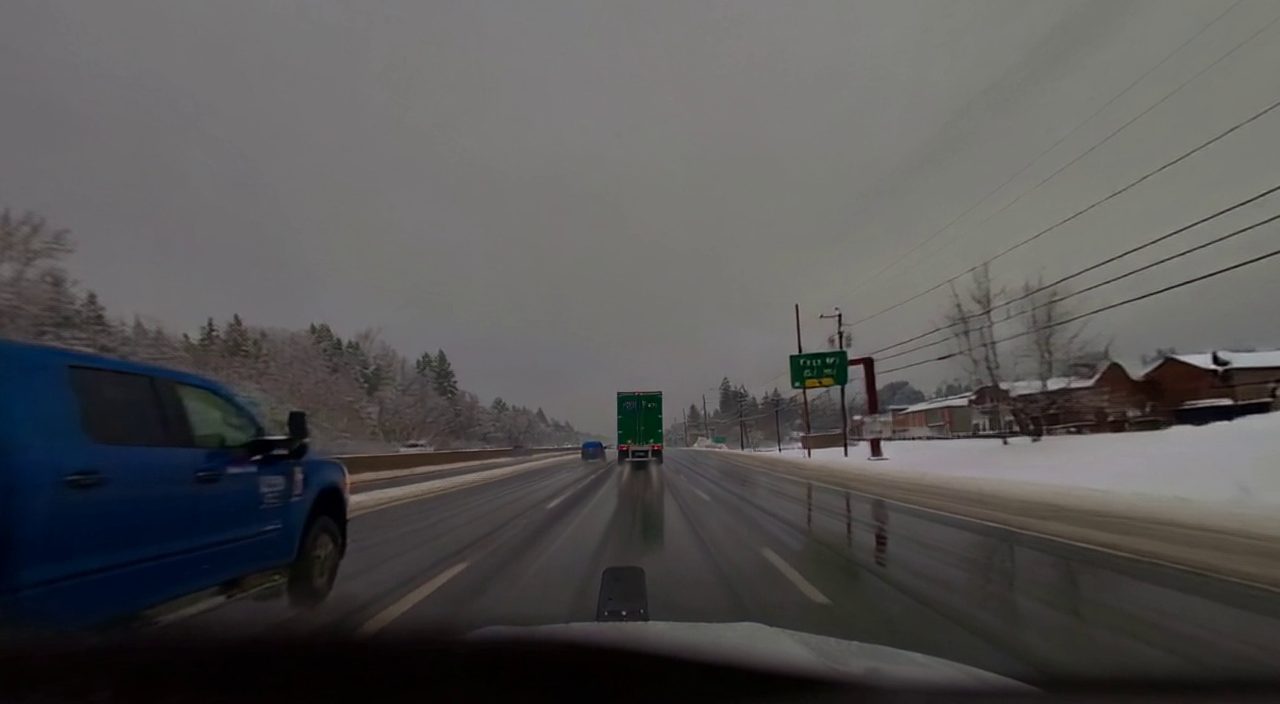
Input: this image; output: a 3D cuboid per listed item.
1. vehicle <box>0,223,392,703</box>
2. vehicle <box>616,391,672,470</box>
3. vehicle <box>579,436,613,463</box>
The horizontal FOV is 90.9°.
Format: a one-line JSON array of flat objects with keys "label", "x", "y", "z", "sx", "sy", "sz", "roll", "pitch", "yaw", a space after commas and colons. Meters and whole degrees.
[{"label": "vehicle", "x": -3.717, "y": 0.643, "z": 2.528, "sx": 2.749, "sy": 2.141, "sz": 6.515, "roll": 0, "pitch": -8, "yaw": 1}, {"label": "vehicle", "x": 0.235, "y": 5.046, "z": 39.487, "sx": 2.879, "sy": 4.085, "sz": 13.125, "roll": 0, "pitch": -8, "yaw": 0}, {"label": "vehicle", "x": -3.408, "y": 7.653, "z": 49.662, "sx": 2.293, "sy": 1.923, "sz": 5.141, "roll": 0, "pitch": -8, "yaw": 0}]
